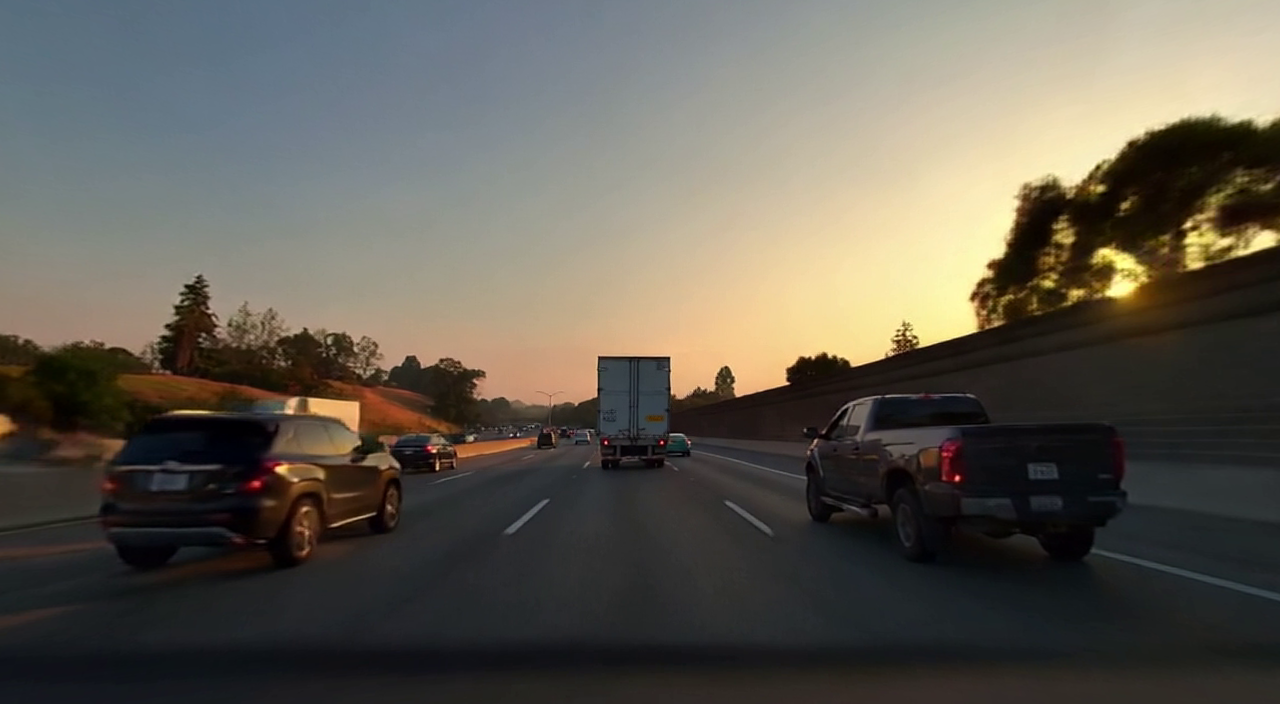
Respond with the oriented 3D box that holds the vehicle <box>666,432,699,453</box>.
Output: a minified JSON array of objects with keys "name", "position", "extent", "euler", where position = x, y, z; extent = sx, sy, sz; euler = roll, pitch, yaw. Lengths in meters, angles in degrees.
[{"name":"vehicle","position":[3.226,6.919,48.388],"extent":[2.044,1.508,4.716],"euler":[0,-8,-2]}]

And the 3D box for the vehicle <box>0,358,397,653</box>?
[{"name":"vehicle","position":[-4.243,1.201,5.988],"extent":[2.134,1.752,4.375],"euler":[0,-8,-1]}]

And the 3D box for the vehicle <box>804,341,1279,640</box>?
[{"name":"vehicle","position":[3.457,1.167,6.388],"extent":[2.118,1.832,4.901],"euler":[0,-8,-2]}]

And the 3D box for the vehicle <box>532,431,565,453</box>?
[{"name":"vehicle","position":[-7.130,7.041,49.225],"extent":[2.134,1.650,4.133],"euler":[0,-8,-2]}]

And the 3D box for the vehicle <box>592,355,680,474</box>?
[{"name":"vehicle","position":[-0.452,2.769,26.128],"extent":[2.904,3.915,10.473],"euler":[0,-8,-3]}]

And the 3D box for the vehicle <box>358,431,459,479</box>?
[{"name":"vehicle","position":[-7.918,3.526,21.944],"extent":[2.059,1.500,4.001],"euler":[0,-8,-1]}]
